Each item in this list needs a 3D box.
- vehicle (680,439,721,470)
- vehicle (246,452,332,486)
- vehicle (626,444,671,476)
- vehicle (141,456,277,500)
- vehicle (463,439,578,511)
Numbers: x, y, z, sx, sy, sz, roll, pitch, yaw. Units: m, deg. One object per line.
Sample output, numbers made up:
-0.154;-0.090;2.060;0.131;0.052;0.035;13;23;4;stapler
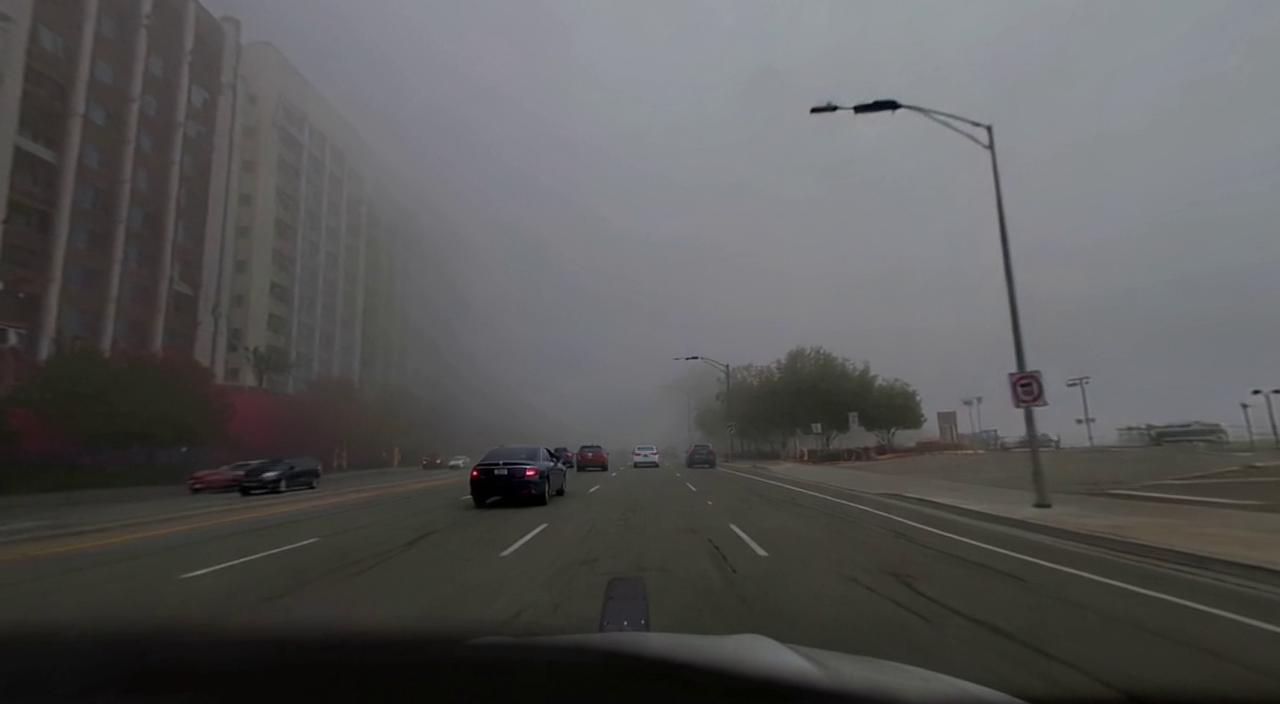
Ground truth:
3.745;6.413;39.585;2.108;1.785;4.334;0;-8;0;vehicle
-20.183;6.726;36.553;2.022;1.754;5.050;-1;-9;1;vehicle
0.422;5.527;32.437;2.147;1.507;3.953;0;-8;0;vehicle
-17.089;4.986;25.375;1.937;1.480;4.889;-1;-9;1;vehicle
-2.758;2.939;15.602;1.908;1.505;4.369;-1;-8;1;vehicle
